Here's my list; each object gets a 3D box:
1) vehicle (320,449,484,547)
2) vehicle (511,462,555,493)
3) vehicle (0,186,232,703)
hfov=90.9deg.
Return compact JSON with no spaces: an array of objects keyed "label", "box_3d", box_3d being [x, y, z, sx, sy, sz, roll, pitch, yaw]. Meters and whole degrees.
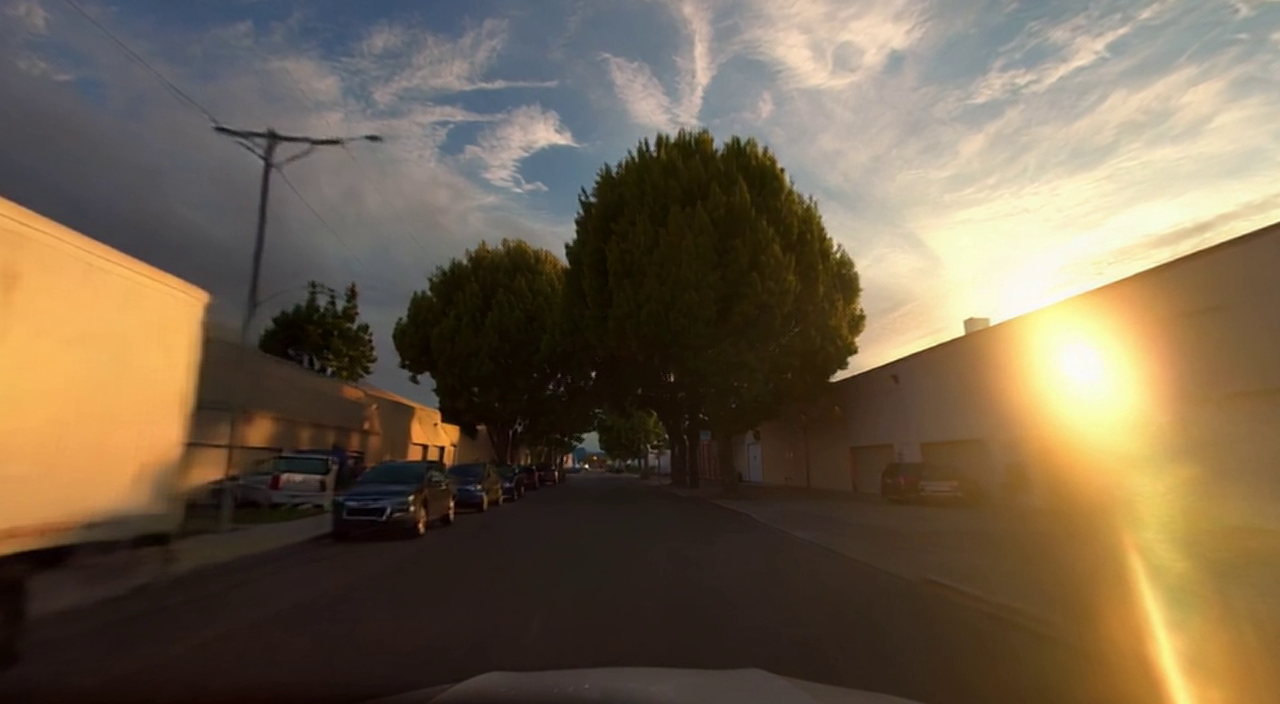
[{"label":"vehicle","box_3d":[-4.723,2.911,13.286,1.886,1.640,4.311,2,-9,-3]},{"label":"vehicle","box_3d":[-5.957,7.043,35.516,1.882,1.606,4.191,1,-11,-2]},{"label":"vehicle","box_3d":[-4.246,0.357,2.081,2.242,2.726,5.581,1,-11,-4]}]
